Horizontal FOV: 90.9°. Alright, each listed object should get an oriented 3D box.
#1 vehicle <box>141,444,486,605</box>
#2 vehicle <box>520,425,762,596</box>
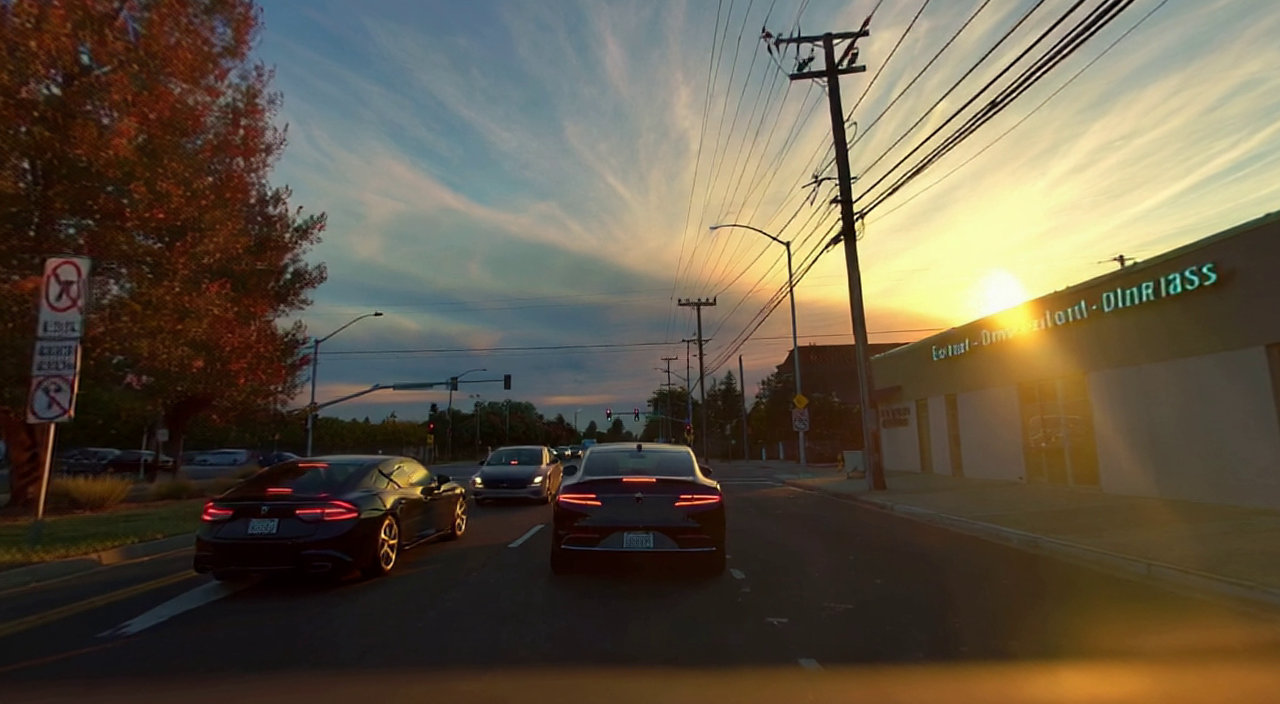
[{"bbox_3d":[-3.226,1.741,7.317,1.765,1.319,4.013,0,-9,2],"label":"vehicle"},{"bbox_3d":[-0.001,1.684,7.530,2.101,1.469,3.955,0,-9,0],"label":"vehicle"}]
